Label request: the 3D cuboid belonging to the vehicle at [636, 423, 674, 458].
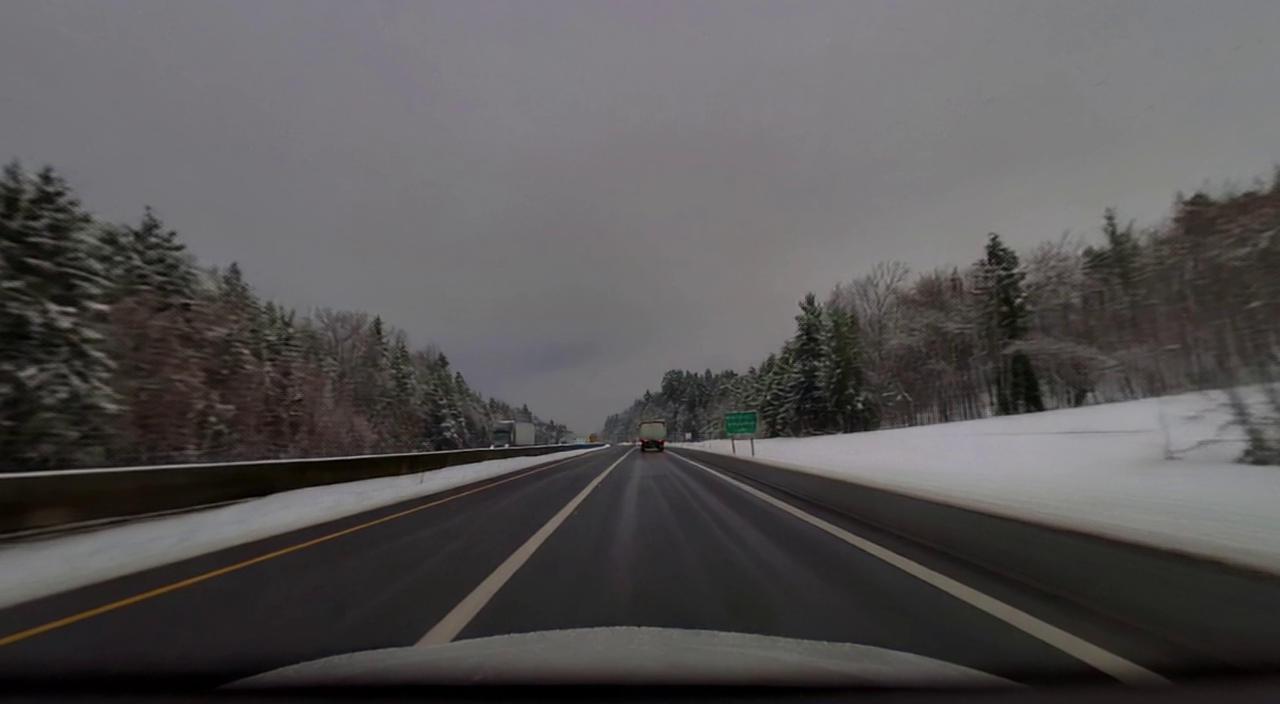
[{"bbox_3d":[0.965,6.376,45.689,2.495,2.327,5.800,0,-8,-1],"label":"vehicle"}]
